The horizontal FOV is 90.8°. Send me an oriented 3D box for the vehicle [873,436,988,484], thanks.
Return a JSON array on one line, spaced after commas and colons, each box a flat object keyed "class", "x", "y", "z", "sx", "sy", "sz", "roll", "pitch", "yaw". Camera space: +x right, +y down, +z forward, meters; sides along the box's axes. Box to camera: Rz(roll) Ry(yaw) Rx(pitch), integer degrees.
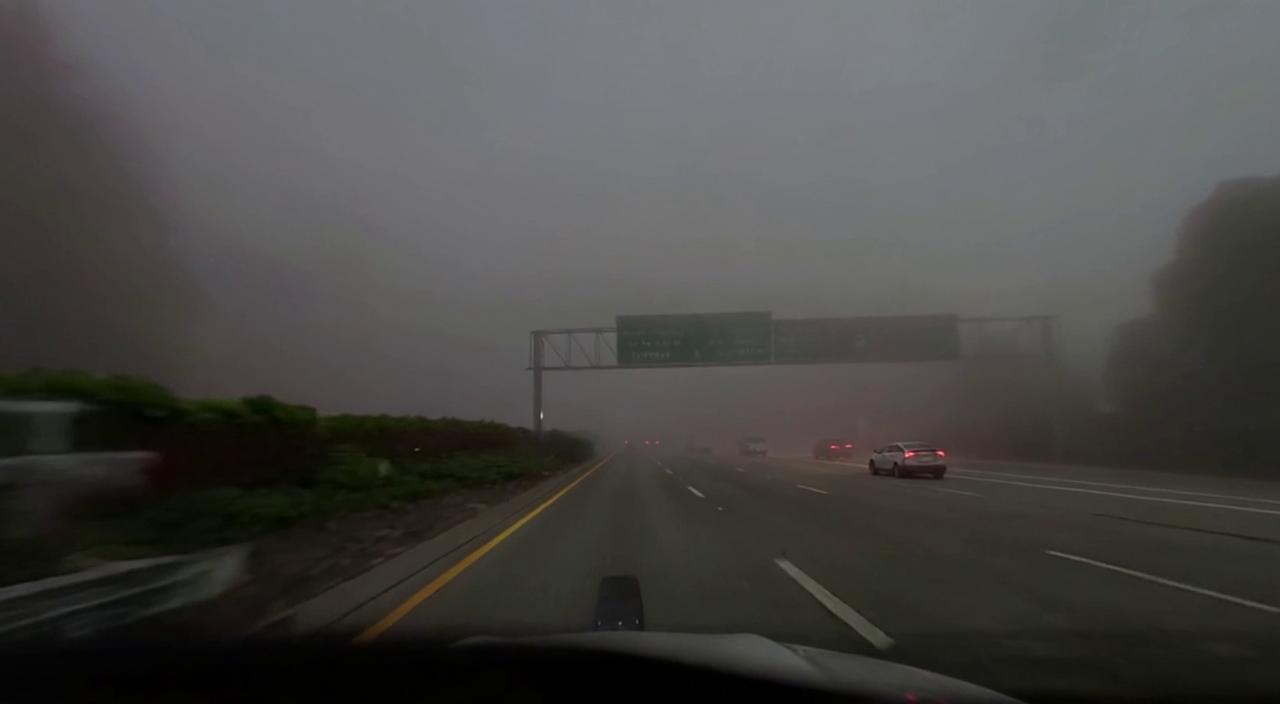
[{"class": "vehicle", "x": 9.609, "y": 3.579, "z": 21.292, "sx": 1.836, "sy": 1.418, "sz": 4.132, "roll": 0, "pitch": -8, "yaw": -1}]
